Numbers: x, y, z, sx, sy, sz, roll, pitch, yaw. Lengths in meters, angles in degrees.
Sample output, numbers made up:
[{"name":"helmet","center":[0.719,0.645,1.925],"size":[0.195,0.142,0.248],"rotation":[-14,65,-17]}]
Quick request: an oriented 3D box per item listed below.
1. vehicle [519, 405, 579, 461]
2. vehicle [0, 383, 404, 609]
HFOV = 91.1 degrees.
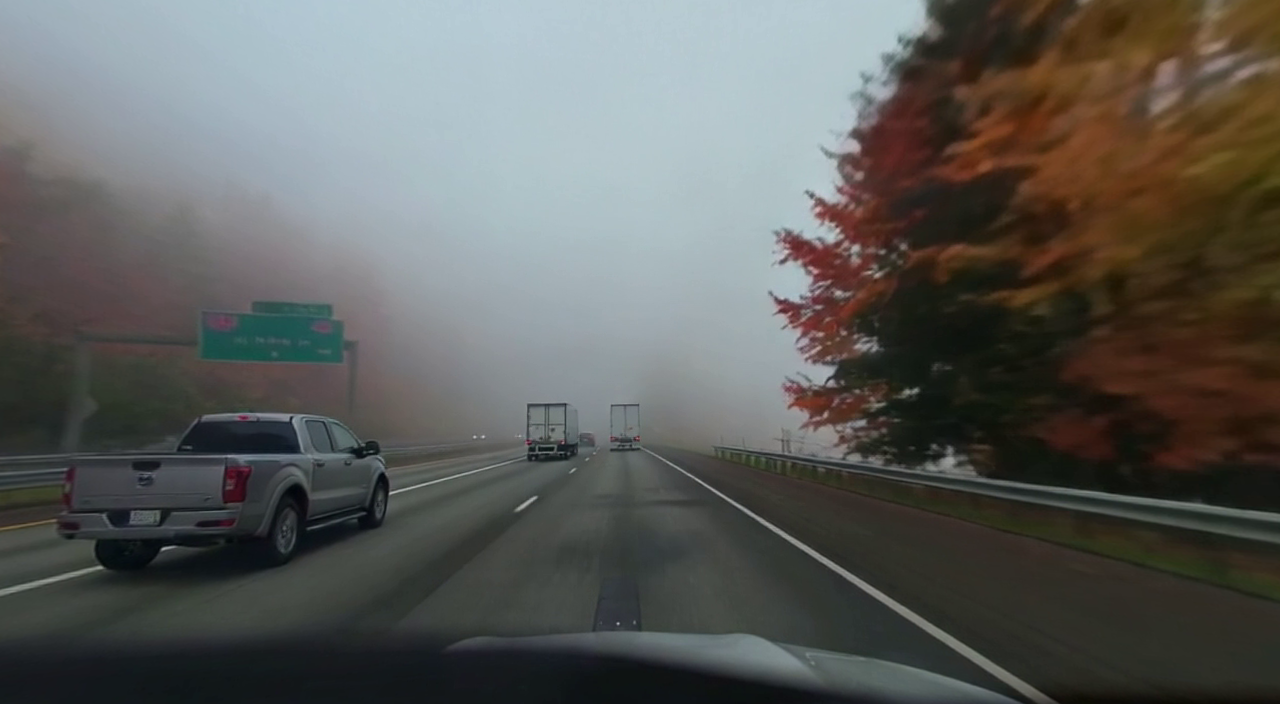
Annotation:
[{"name":"vehicle","center":[-4.765,4.376,33.957],"size":[2.383,2.726,5.677],"rotation":[0,-8,0]},{"name":"vehicle","center":[-4.515,1.364,6.967],"size":[2.089,1.669,4.515],"rotation":[0,-8,-1]}]
